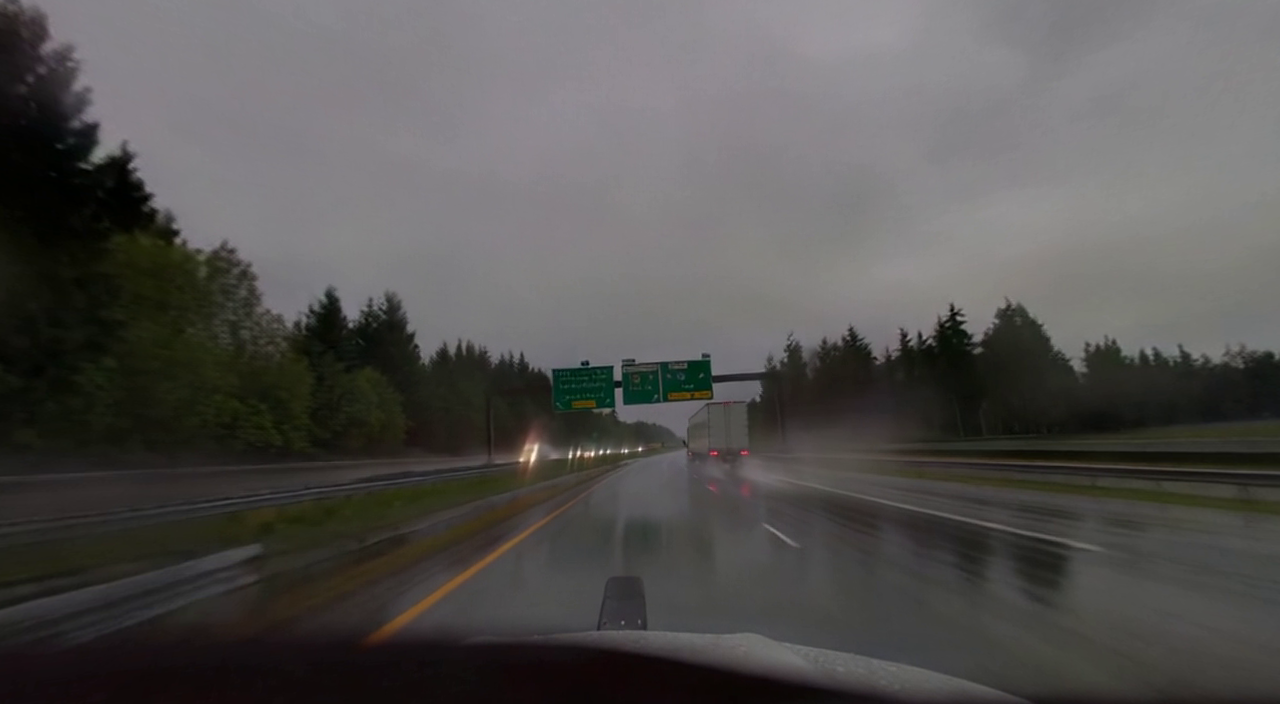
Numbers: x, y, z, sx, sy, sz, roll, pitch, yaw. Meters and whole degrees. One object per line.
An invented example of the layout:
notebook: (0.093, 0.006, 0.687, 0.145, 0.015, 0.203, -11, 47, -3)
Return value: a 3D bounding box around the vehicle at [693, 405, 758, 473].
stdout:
vehicle: (5.663, 6.264, 44.400, 2.859, 3.984, 14.045, 0, -9, 1)
